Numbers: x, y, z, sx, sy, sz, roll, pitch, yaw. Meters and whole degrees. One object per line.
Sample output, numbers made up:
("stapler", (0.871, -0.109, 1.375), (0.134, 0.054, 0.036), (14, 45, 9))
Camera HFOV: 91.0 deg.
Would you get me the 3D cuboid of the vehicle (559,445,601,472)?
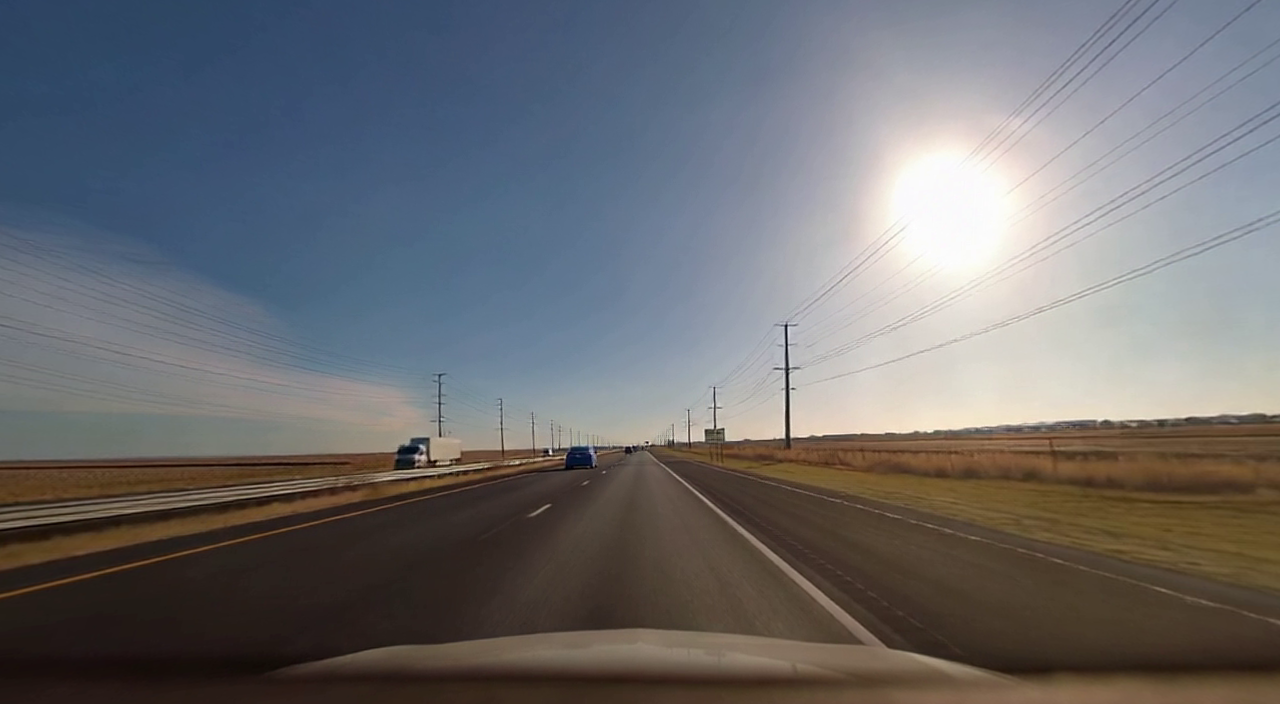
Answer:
("vehicle", (-3.660, 6.597, 39.130), (2.106, 1.543, 4.465), (0, -9, 1))
